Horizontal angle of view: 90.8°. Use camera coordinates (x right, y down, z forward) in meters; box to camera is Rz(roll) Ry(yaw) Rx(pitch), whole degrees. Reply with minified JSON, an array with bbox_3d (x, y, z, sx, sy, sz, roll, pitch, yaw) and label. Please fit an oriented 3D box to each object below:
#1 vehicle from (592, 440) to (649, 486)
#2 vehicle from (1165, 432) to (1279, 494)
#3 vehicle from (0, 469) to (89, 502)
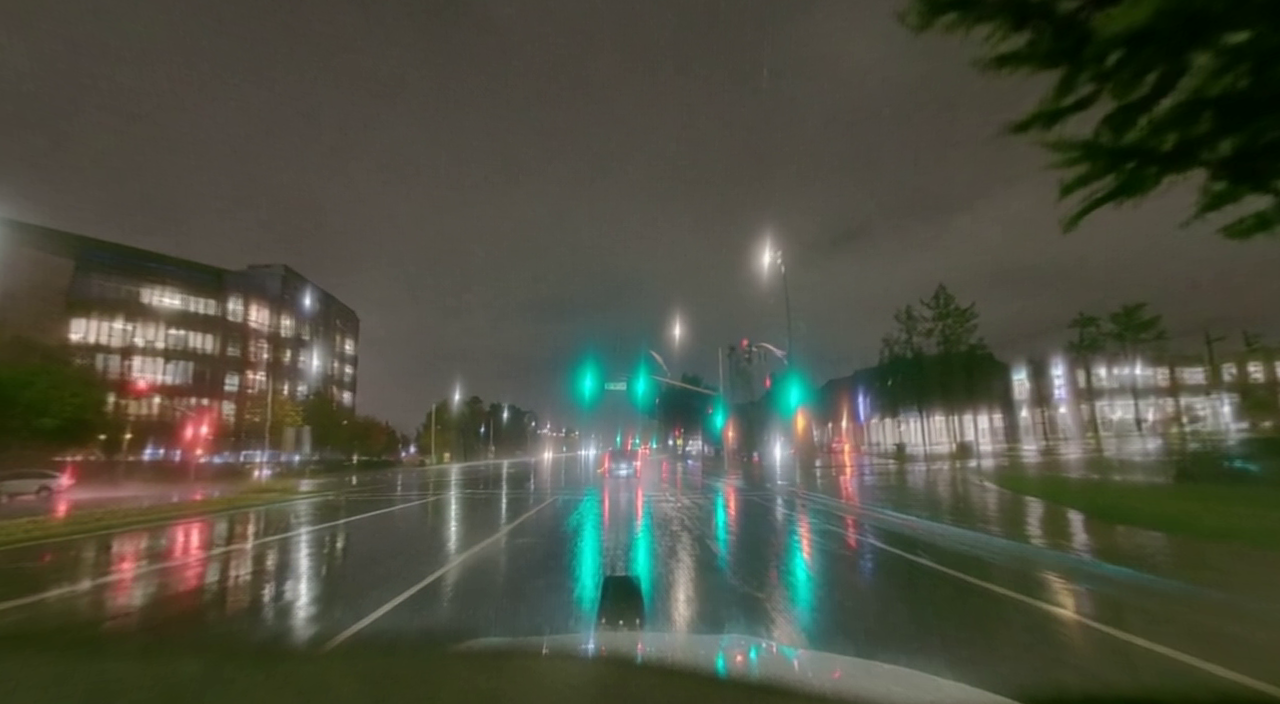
[{"bbox_3d":[-0.759,4.492,25.759,2.130,1.711,4.038,0,-9,-1],"label":"vehicle"},{"bbox_3d":[16.550,2.788,16.199,4.344,1.451,1.920,-1,-9,1],"label":"vehicle"},{"bbox_3d":[-34.967,7.577,36.074,4.884,1.736,2.049,0,-9,-2],"label":"vehicle"}]
